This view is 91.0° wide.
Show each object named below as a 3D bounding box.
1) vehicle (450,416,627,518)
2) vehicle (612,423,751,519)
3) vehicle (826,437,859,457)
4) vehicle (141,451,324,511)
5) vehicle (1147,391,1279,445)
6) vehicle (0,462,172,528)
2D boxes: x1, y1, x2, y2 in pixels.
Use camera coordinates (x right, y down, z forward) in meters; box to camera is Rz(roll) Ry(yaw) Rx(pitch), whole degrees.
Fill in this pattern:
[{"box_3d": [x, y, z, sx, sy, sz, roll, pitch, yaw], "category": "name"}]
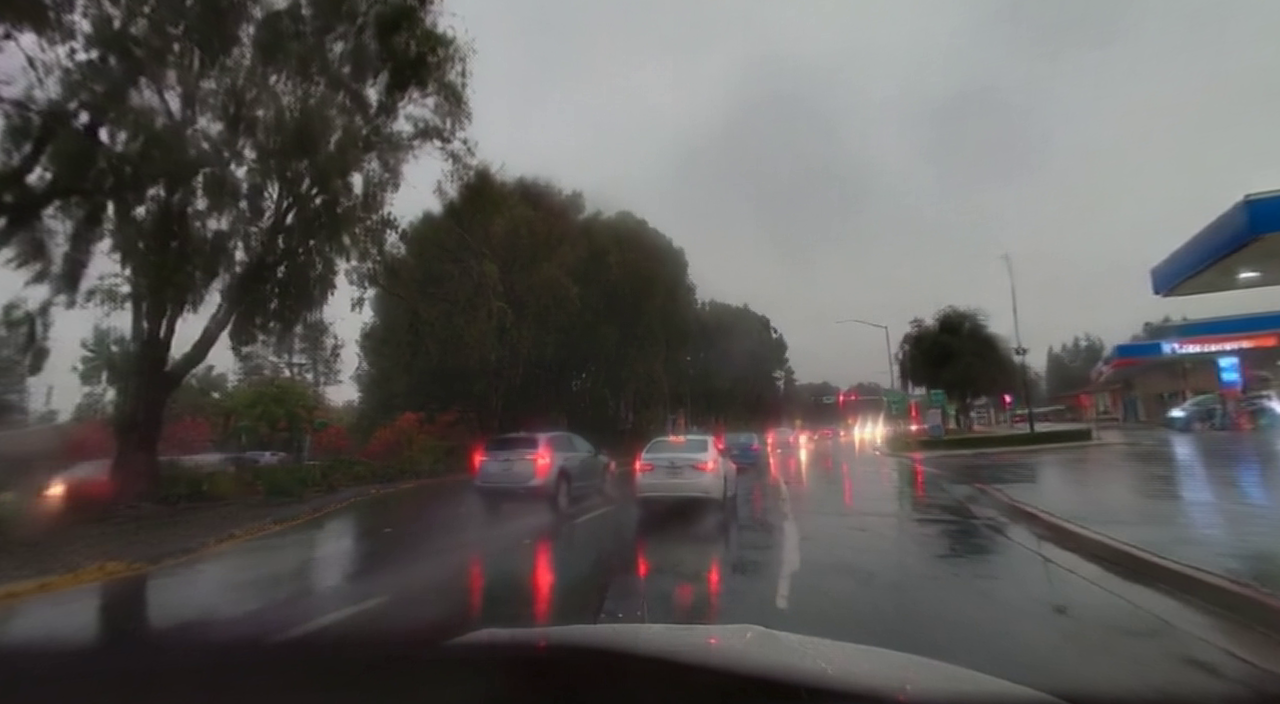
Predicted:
[{"box_3d": [-1.909, 2.395, 13.654, 2.102, 1.774, 4.662, -2, -8, 14], "category": "vehicle"}, {"box_3d": [1.012, 2.287, 12.650, 2.060, 1.580, 3.980, -2, -8, 14], "category": "vehicle"}, {"box_3d": [15.951, 7.493, 49.737, 1.916, 1.462, 4.487, -2, -8, 12], "category": "vehicle"}, {"box_3d": [-12.091, 3.797, 19.155, 1.863, 1.516, 4.587, -2, -8, 13], "category": "vehicle"}, {"box_3d": [25.796, 3.060, 28.126, 2.322, 2.152, 5.668, -3, -9, 11], "category": "vehicle"}, {"box_3d": [-16.386, 3.961, 17.970, 2.013, 1.463, 4.496, -2, -8, 13], "category": "vehicle"}]
